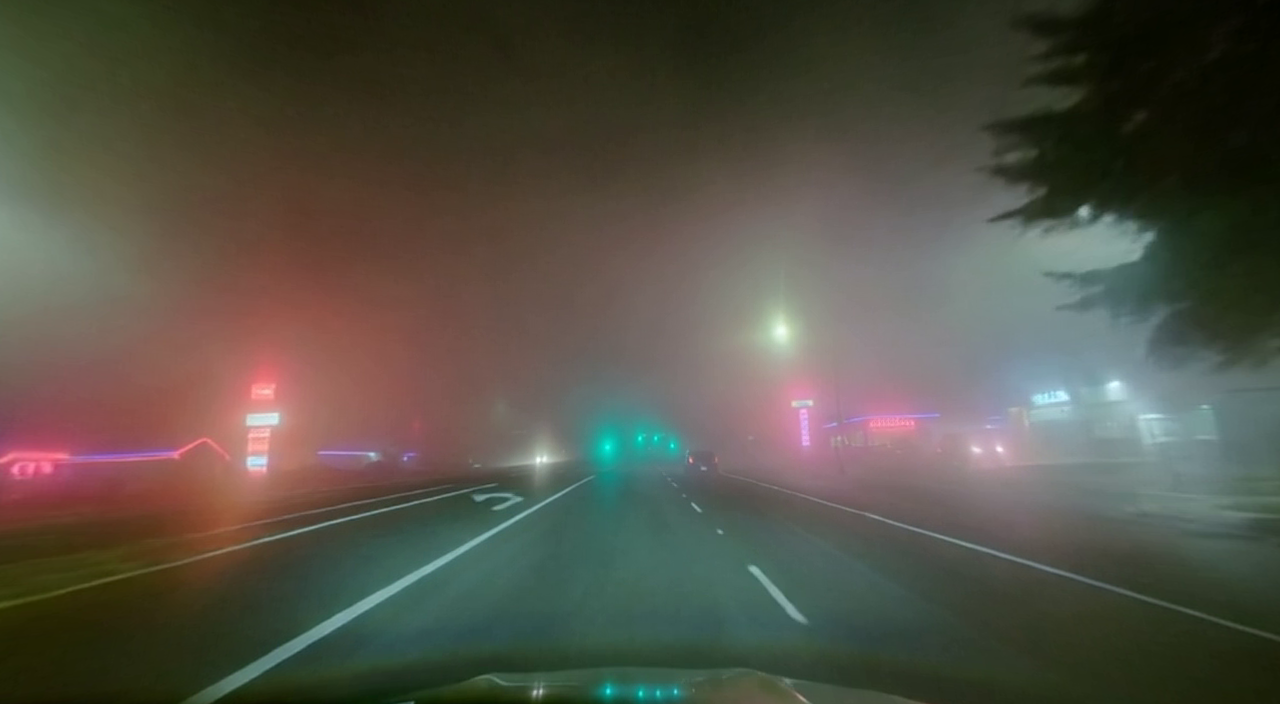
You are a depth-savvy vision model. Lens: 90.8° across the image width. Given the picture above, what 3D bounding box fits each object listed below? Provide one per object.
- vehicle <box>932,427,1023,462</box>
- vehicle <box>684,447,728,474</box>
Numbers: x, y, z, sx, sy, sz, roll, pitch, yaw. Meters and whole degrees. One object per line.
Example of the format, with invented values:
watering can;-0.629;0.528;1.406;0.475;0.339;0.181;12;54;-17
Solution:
vehicle;19.970;5.523;37.823;2.247;1.917;5.791;0;-8;0
vehicle;3.599;5.976;34.975;1.929;1.411;4.284;0;-9;-1
